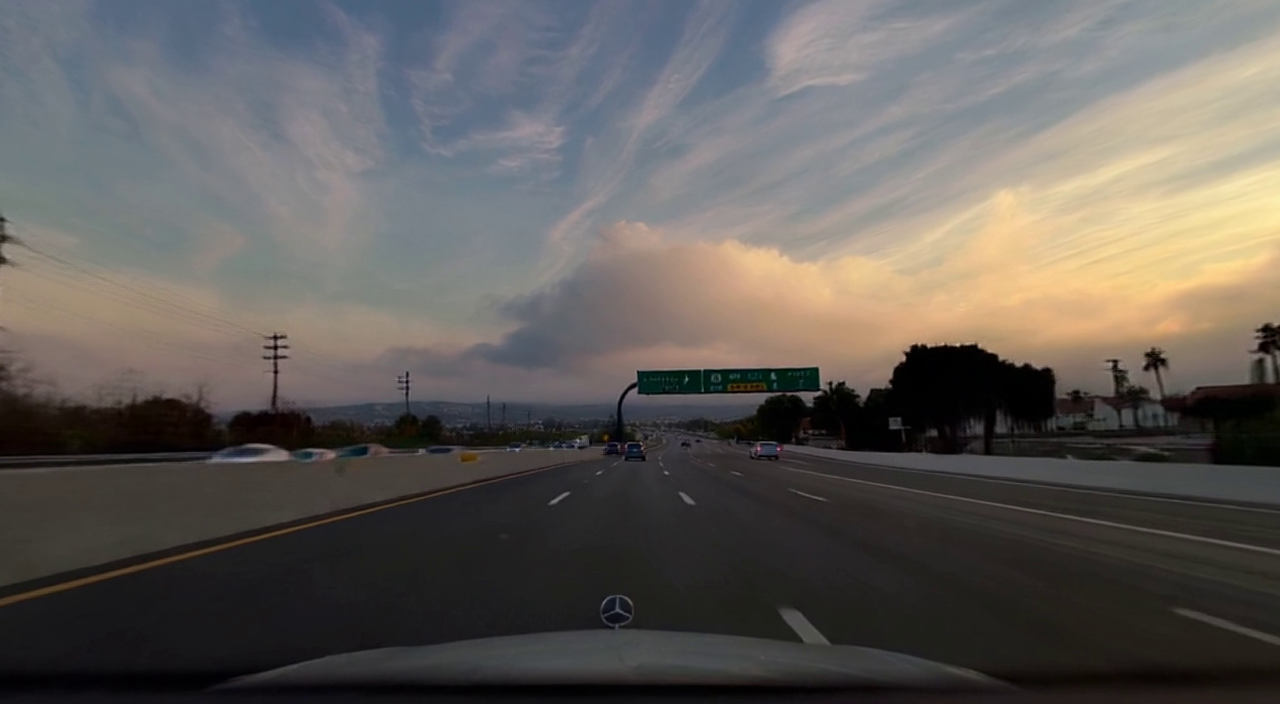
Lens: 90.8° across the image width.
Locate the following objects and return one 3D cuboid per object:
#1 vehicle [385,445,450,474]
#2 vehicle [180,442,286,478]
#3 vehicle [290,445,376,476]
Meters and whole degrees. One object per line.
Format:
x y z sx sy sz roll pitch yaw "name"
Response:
-12.259 5.919 35.118 1.996 1.475 4.304 0 -8 1 "vehicle"
-19.530 5.159 30.584 2.094 1.592 4.528 0 -8 0 "vehicle"
-15.733 5.547 32.671 2.018 1.481 4.665 0 -8 1 "vehicle"
